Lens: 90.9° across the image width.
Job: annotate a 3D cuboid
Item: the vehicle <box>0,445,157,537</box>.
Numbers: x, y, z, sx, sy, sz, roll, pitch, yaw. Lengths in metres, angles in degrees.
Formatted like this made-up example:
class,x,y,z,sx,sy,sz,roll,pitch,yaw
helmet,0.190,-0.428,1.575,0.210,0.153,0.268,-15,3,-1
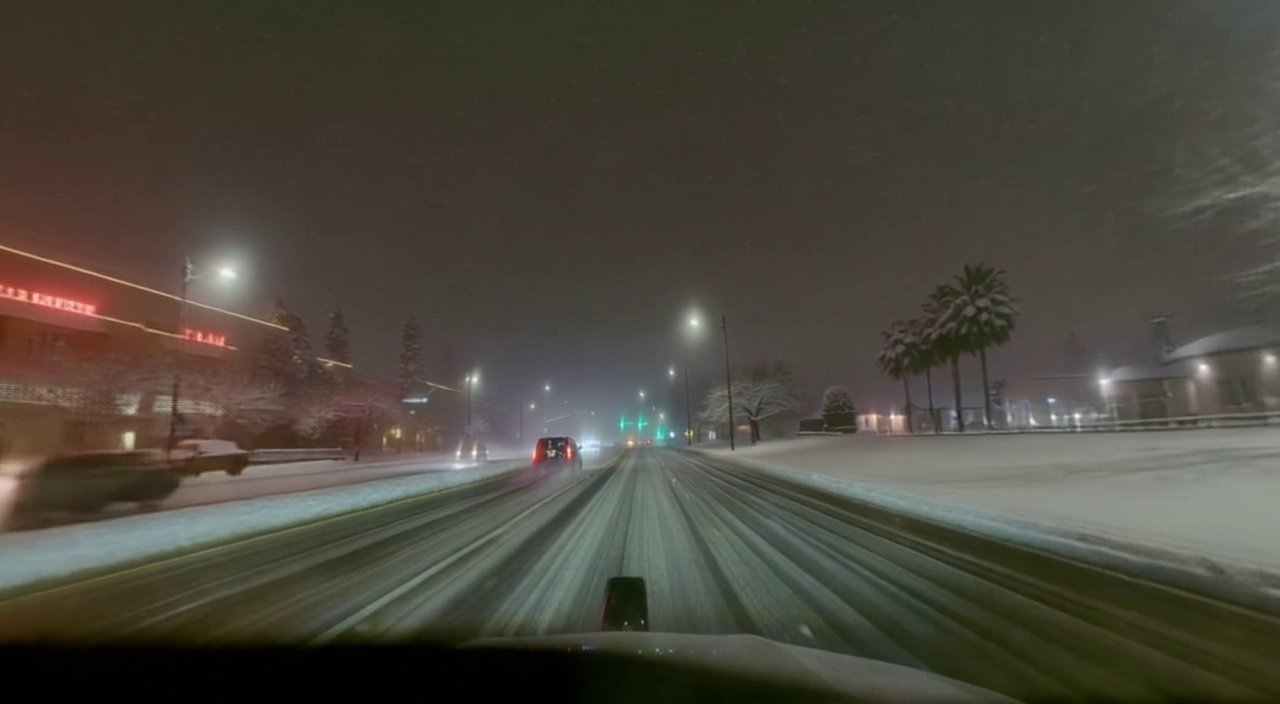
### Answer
class,x,y,z,sx,sy,sz,roll,pitch,yaw
vehicle,-11.347,2.426,11.369,1.930,1.480,4.115,0,-8,1

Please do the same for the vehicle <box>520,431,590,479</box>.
class,x,y,z,sx,sy,sz,roll,pitch,yaw
vehicle,-3.208,4.021,24.904,2.062,1.693,4.669,0,-8,1

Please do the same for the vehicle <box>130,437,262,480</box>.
class,x,y,z,sx,sy,sz,roll,pitch,yaw
vehicle,-22.432,5.402,32.281,2.452,1.859,5.964,-3,-9,-1
